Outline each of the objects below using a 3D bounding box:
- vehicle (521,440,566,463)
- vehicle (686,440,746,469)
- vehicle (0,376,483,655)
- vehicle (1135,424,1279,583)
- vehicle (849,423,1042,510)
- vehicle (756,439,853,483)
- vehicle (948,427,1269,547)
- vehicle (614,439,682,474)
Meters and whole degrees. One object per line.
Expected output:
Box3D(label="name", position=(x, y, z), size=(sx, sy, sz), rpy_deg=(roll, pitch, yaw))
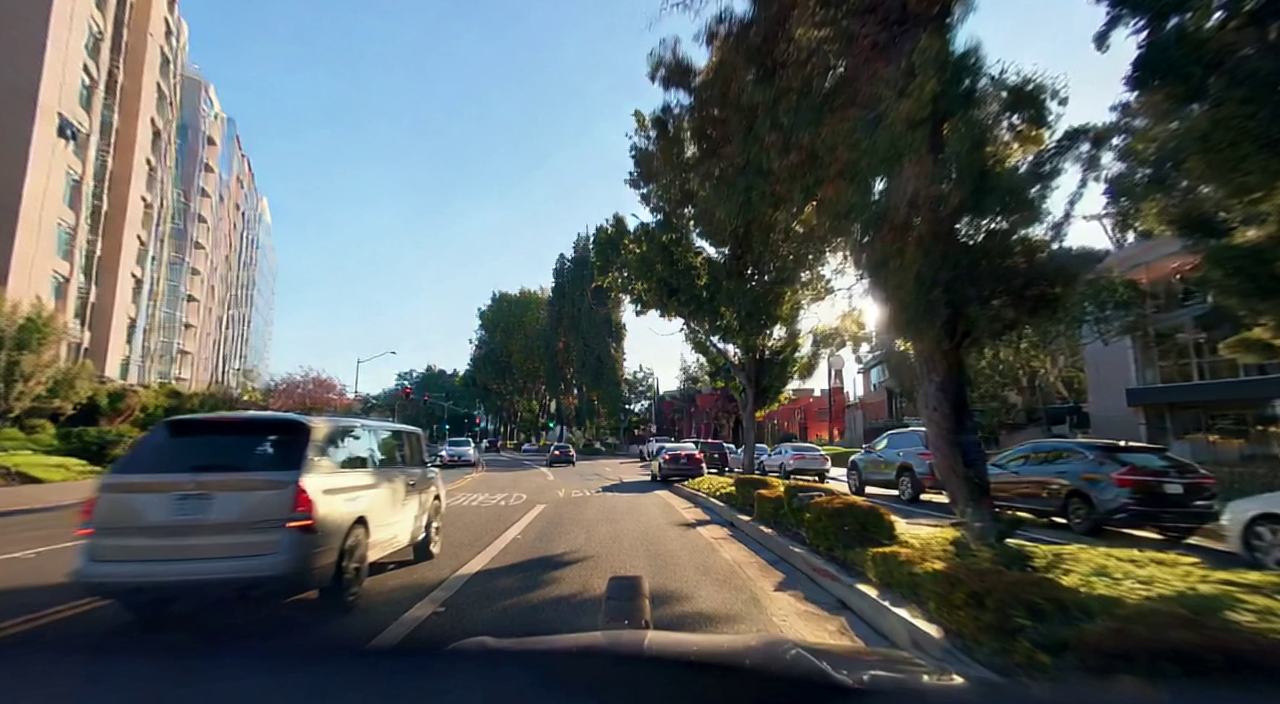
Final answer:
Box3D(label="vehicle", position=(-6.773, 6.901, 43.840), size=(2.308, 1.535, 4.811), rpy_deg=(3, -9, -18))
Box3D(label="vehicle", position=(4.091, 5.627, 34.732), size=(1.820, 1.450, 4.408), rpy_deg=(2, -9, -13))
Box3D(label="vehicle", position=(-3.375, 1.430, 6.712), size=(2.301, 1.793, 5.082), rpy_deg=(0, -9, -3))
Box3D(label="vehicle", position=(7.378, 1.394, 5.746), size=(2.027, 1.552, 4.423), rpy_deg=(-1, -10, -1))
Box3D(label="vehicle", position=(7.036, 2.680, 15.202), size=(2.070, 1.758, 4.392), rpy_deg=(1, -9, -7))
Box3D(label="vehicle", position=(6.099, 4.087, 24.027), size=(1.890, 1.488, 4.567), rpy_deg=(1, -9, -9))
Box3D(label="vehicle", position=(7.345, 2.207, 10.671), size=(1.972, 1.429, 4.487), rpy_deg=(5, -10, -1))
Box3D(label="vehicle", position=(0.280, 4.860, 29.519), size=(2.280, 1.472, 4.426), rpy_deg=(2, -9, -11))
